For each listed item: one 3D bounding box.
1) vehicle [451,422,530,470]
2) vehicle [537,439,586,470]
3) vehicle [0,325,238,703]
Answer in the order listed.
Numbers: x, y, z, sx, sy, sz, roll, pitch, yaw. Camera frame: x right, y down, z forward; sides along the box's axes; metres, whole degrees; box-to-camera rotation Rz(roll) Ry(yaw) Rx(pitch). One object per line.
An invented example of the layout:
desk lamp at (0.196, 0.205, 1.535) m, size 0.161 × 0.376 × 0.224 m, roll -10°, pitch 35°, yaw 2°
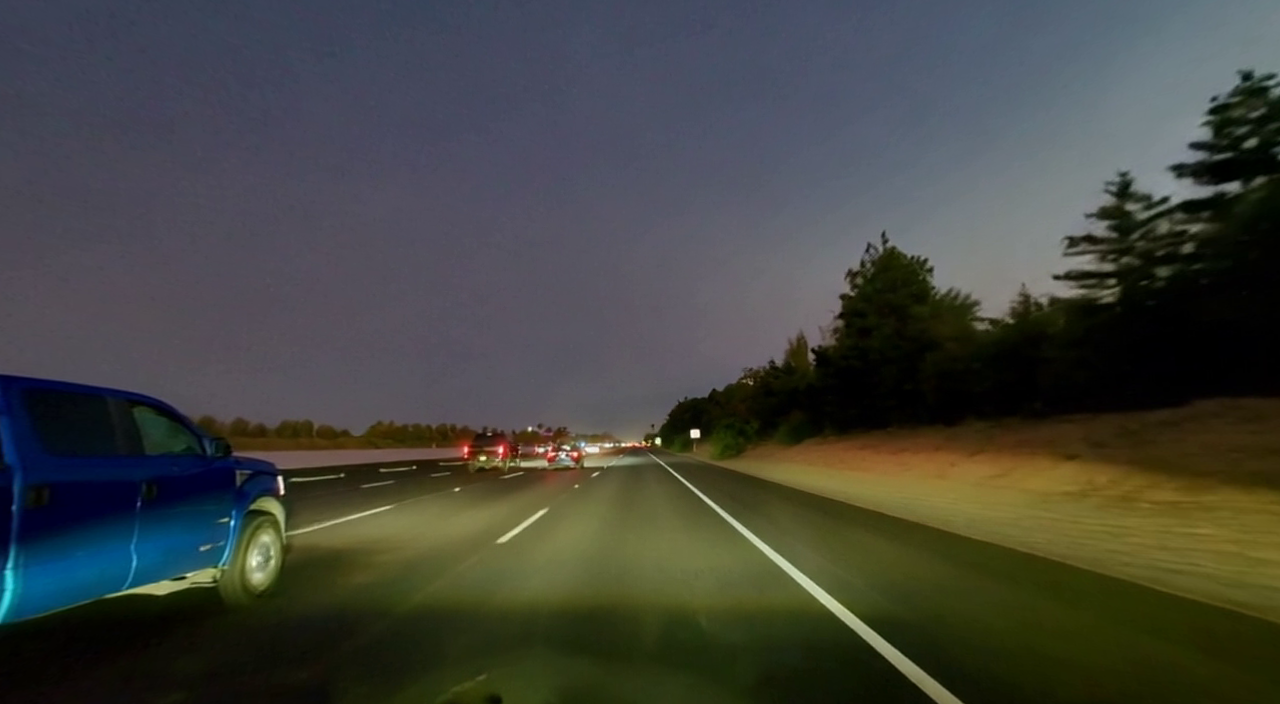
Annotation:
vehicle at (-7.569, 4.875, 32.732) m, size 2.594 × 2.254 × 6.028 m, roll 0°, pitch -9°, yaw 0°
vehicle at (-4.079, 5.401, 33.342) m, size 2.012 × 1.509 × 4.359 m, roll 0°, pitch -9°, yaw 0°
vehicle at (-3.991, 0.648, 1.865) m, size 2.200 × 1.807 × 5.041 m, roll 0°, pitch -9°, yaw 1°
